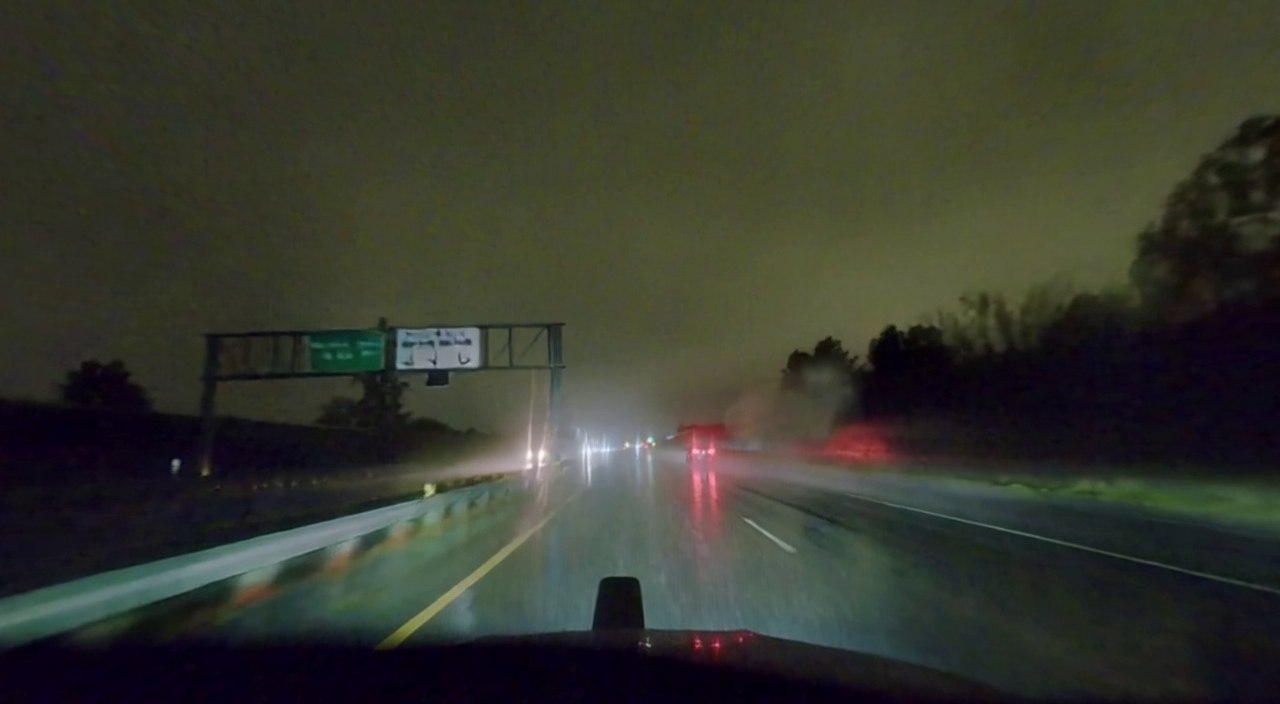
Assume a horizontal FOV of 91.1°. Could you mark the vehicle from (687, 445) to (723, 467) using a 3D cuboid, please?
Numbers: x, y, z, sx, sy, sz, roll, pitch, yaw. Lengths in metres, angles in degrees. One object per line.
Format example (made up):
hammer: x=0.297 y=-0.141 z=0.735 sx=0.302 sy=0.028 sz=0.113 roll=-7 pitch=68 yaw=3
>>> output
vehicle: x=4.287 y=6.890 z=41.787 sx=1.923 sy=1.408 sz=3.835 roll=0 pitch=-9 yaw=-1
